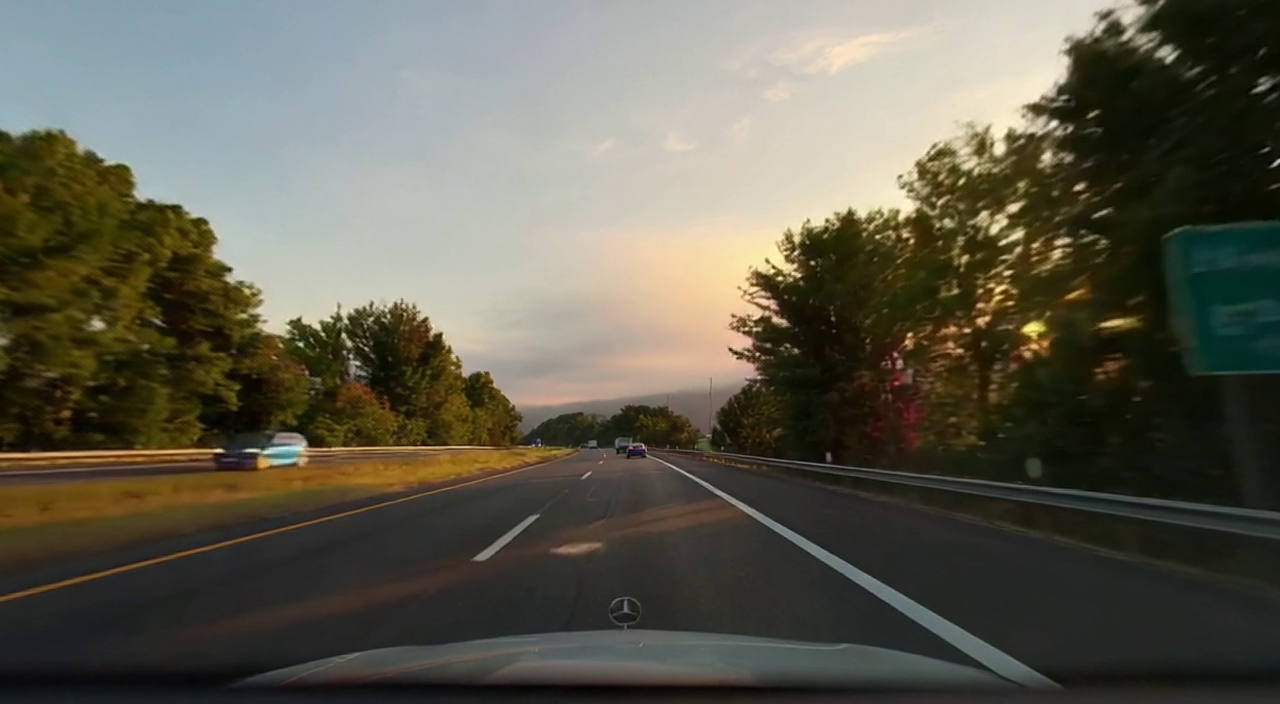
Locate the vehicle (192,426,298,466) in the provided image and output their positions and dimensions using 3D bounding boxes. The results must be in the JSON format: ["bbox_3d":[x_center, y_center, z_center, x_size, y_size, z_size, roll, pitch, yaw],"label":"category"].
[{"bbox_3d":[-17.289,4.165,27.814,1.881,1.601,4.286,0,-8,0],"label":"vehicle"}]
